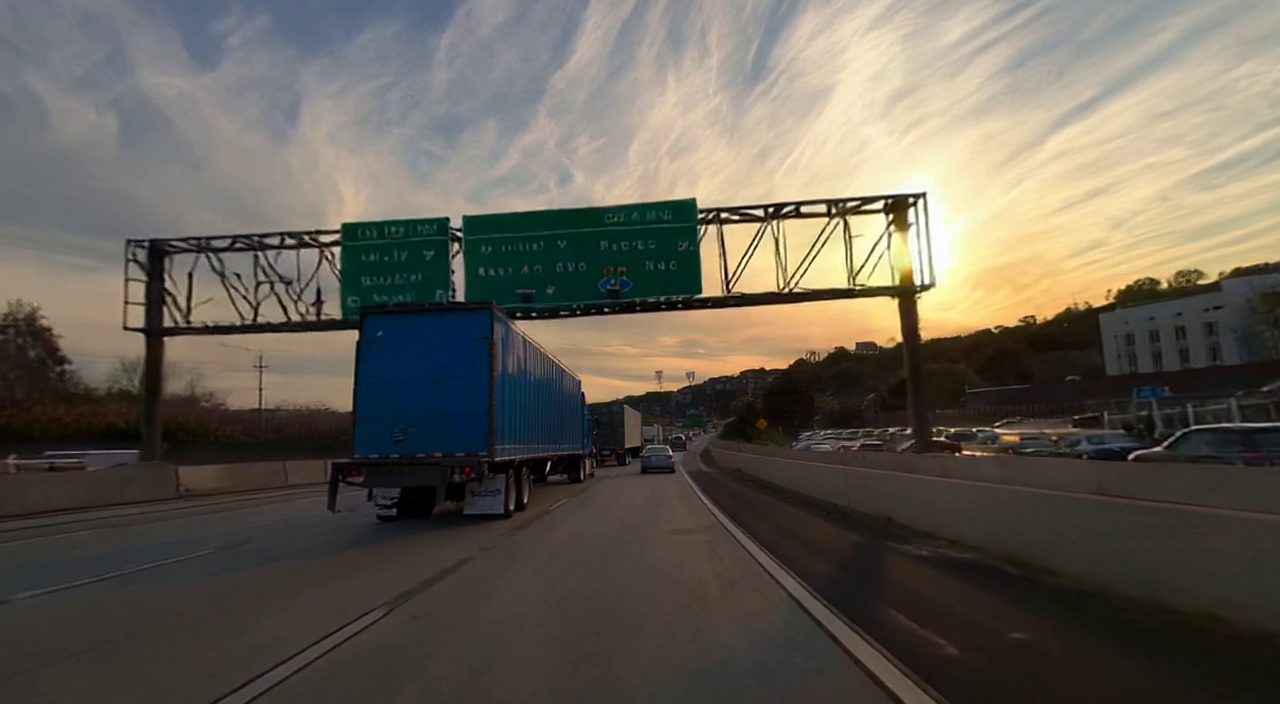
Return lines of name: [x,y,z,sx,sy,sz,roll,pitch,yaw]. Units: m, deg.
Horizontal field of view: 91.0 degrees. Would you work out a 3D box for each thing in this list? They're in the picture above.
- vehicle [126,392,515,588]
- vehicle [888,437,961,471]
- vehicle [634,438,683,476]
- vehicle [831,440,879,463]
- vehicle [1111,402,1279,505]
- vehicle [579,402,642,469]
vehicle: [-3.366,1.552,7.720,2.896,1.779,3.441,-1,-8,1]
vehicle: [14.978,5.383,33.438,2.022,1.675,4.792,-1,-9,5]
vehicle: [0.908,4.952,29.781,2.178,1.640,4.071,-1,-9,3]
vehicle: [16.198,7.514,47.752,2.237,1.656,4.676,-1,-9,3]
vehicle: [14.178,2.337,14.656,2.186,2.074,5.586,0,-9,2]
vehicle: [-1.726,5.649,41.919,3.073,3.894,9.782,-1,-9,4]
